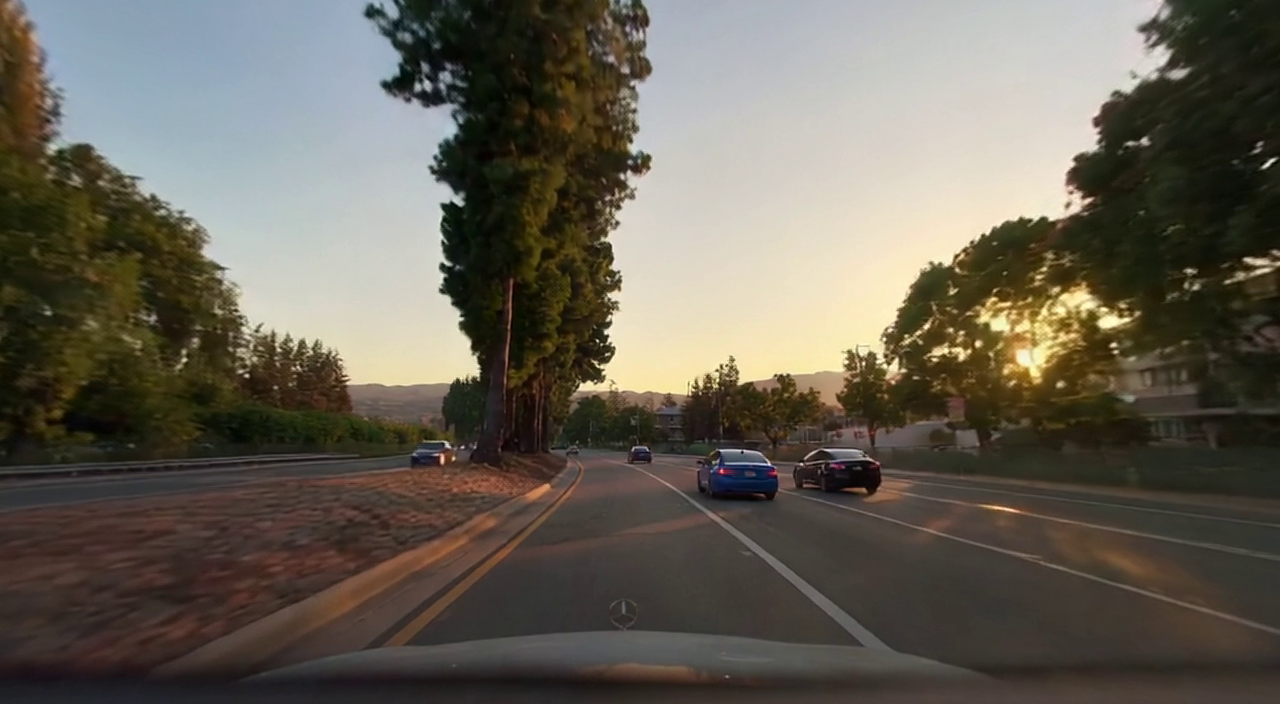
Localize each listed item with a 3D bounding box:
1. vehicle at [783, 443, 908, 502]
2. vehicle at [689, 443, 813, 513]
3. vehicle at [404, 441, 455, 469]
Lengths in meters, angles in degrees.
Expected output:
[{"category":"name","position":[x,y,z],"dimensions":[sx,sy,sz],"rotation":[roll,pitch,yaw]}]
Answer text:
[{"category":"vehicle","position":[5.743,3.417,18.254],"dimensions":[1.901,1.474,4.363],"rotation":[1,-9,-4]},{"category":"vehicle","position":[2.549,3.025,15.625],"dimensions":[2.077,1.464,4.134],"rotation":[1,-9,-4]},{"category":"vehicle","position":[-12.900,6.326,38.819],"dimensions":[1.968,1.643,4.351],"rotation":[1,-9,-5]}]
